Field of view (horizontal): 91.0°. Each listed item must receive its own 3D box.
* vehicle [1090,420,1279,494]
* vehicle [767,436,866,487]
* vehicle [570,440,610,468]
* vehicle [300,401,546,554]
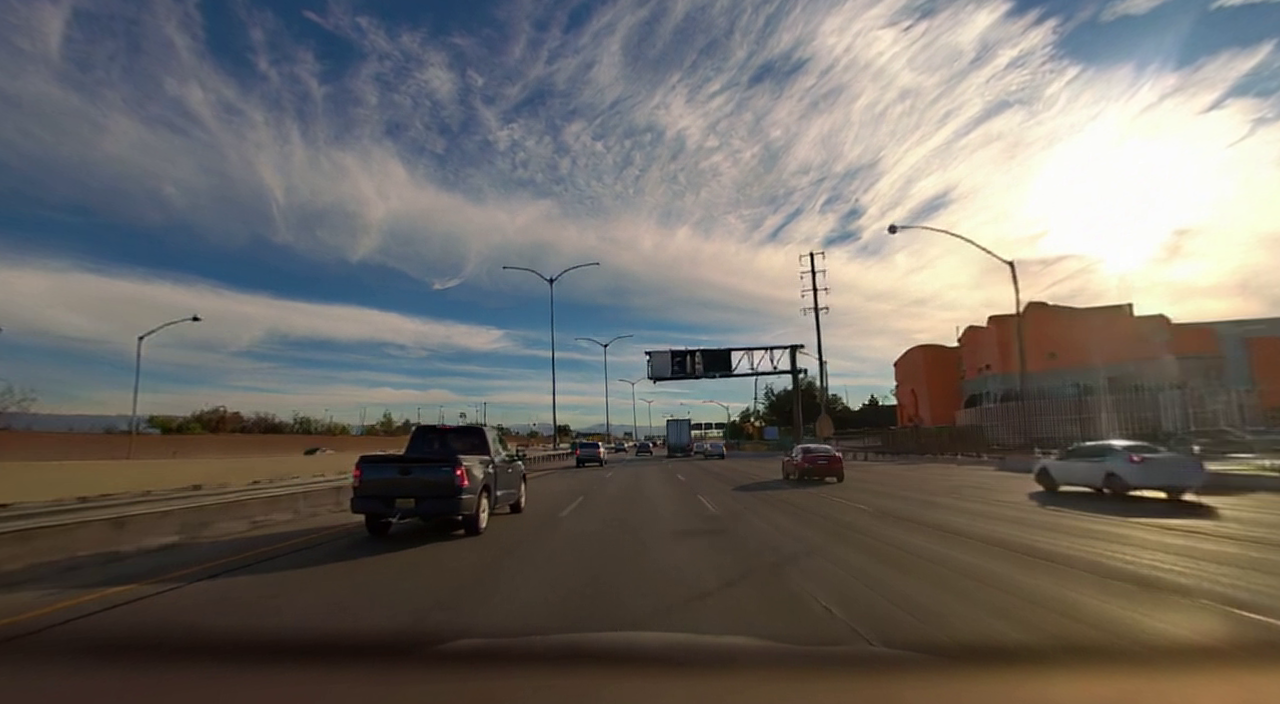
[{"bbox_3d":[26.057,5.090,30.648,2.893,3.189,6.320,2,-9,-8],"label":"vehicle"},{"bbox_3d":[5.768,3.635,21.197,1.980,1.501,4.433,0,-9,-1],"label":"vehicle"},{"bbox_3d":[-2.800,5.876,36.346,1.929,1.521,4.097,0,-9,1],"label":"vehicle"},{"bbox_3d":[-2.917,1.833,9.819,2.130,1.799,4.583,0,-9,1],"label":"vehicle"}]
